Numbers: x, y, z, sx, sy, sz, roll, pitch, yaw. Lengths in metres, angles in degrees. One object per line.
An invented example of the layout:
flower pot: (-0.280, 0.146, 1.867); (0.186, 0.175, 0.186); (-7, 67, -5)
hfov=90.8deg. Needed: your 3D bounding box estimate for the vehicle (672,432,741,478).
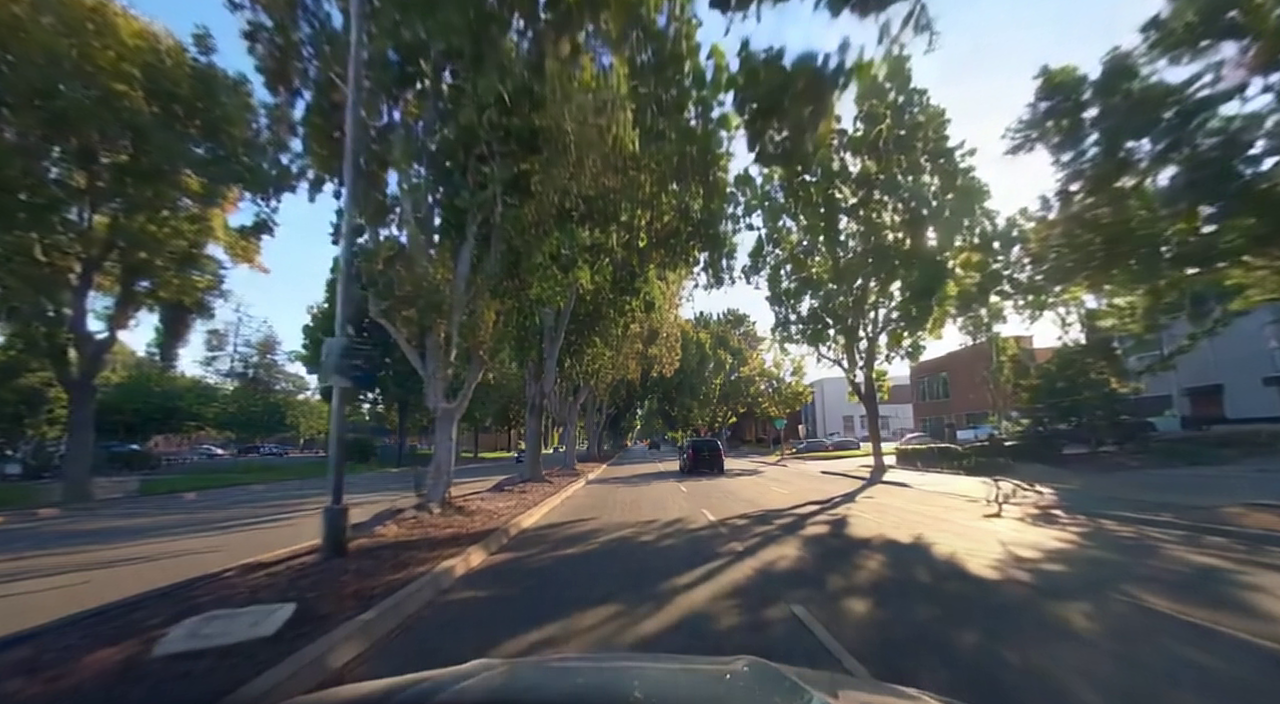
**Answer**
vehicle: (2.657, 4.298, 26.543); (2.240, 1.740, 4.605); (0, -8, -2)
